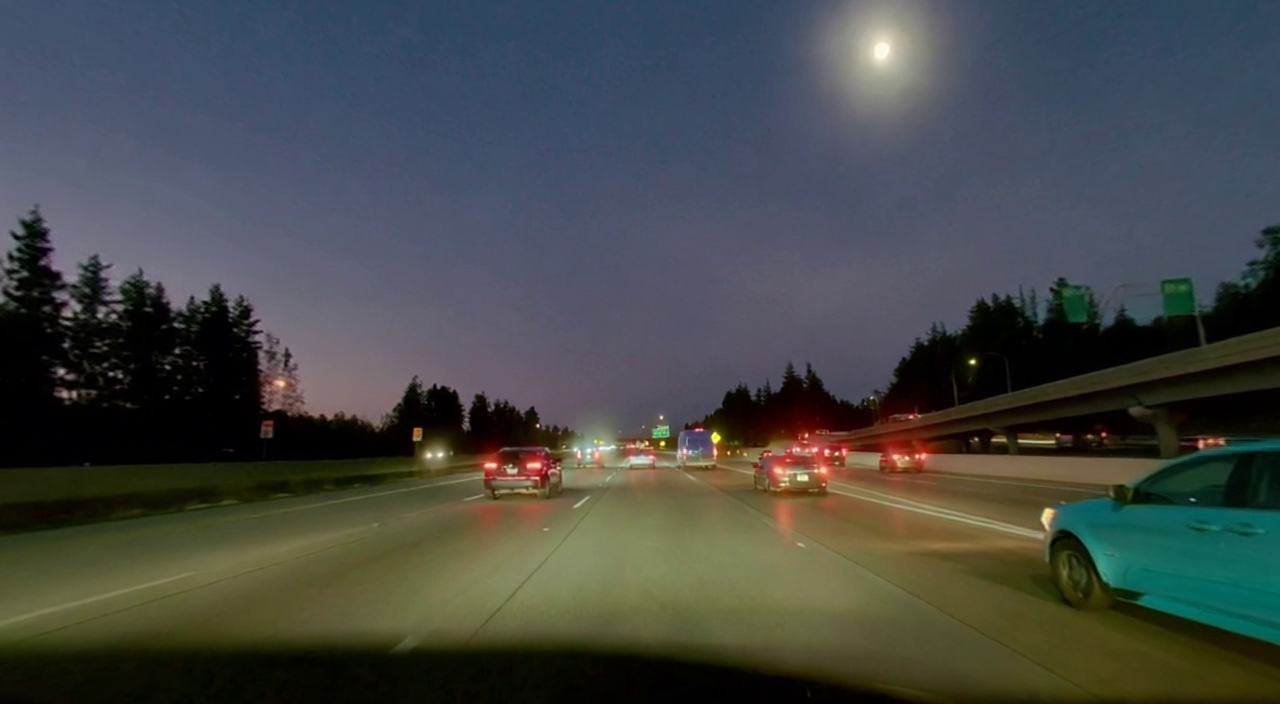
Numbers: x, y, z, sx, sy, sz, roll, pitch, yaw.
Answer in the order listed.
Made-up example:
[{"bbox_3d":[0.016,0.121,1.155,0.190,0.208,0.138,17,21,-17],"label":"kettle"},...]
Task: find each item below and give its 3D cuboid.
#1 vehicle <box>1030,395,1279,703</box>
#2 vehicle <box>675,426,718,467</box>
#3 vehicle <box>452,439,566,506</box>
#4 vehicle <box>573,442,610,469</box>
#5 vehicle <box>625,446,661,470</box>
[{"bbox_3d":[3.954,0.905,2.361,2.085,1.558,4.466,0,-9,0],"label":"vehicle"},{"bbox_3d":[3.972,6.874,45.757,2.436,2.745,6.607,0,-9,-1],"label":"vehicle"},{"bbox_3d":[-3.352,3.175,17.020,2.137,1.562,3.926,-1,-8,1],"label":"vehicle"},{"bbox_3d":[-3.224,7.017,42.759,2.078,1.706,4.298,-1,-9,1],"label":"vehicle"},{"bbox_3d":[0.189,6.756,40.425,2.174,1.467,4.005,0,-8,0],"label":"vehicle"}]
